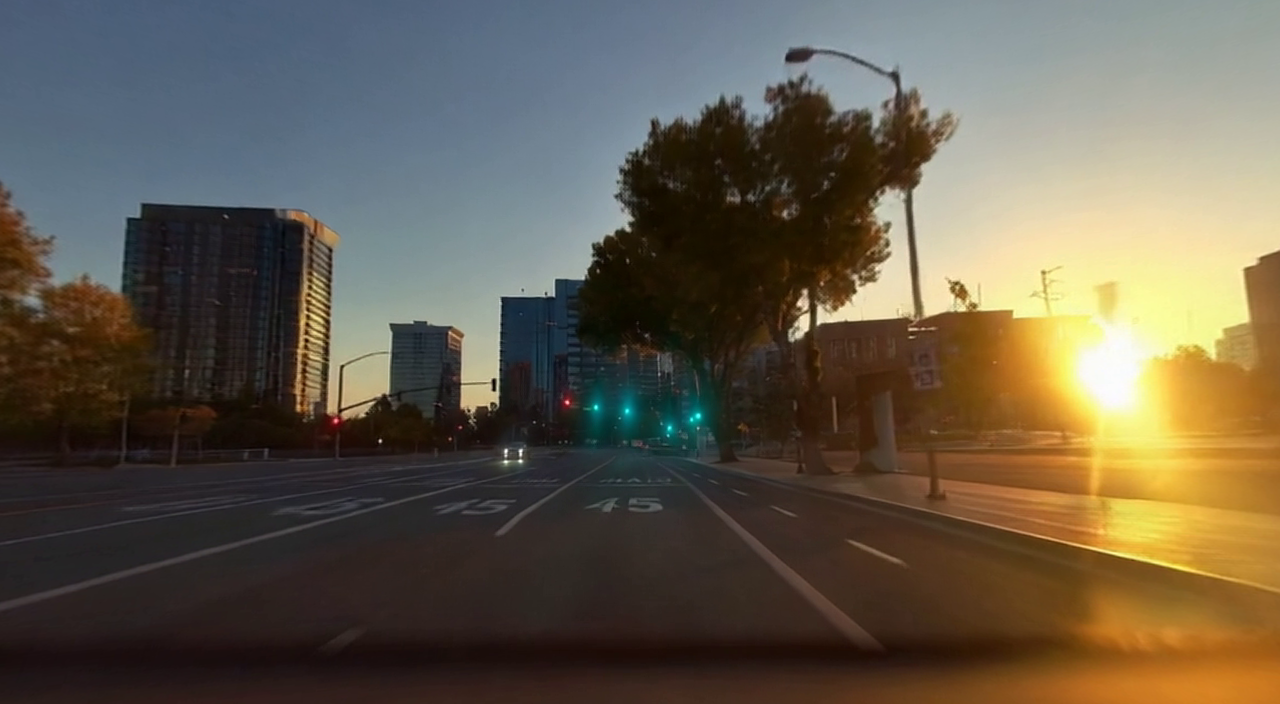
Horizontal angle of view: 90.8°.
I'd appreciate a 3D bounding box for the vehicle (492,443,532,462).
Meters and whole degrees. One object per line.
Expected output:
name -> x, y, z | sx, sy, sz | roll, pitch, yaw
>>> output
vehicle -> -9.777, 7.730, 48.671 | 2.089, 1.390, 4.555 | 0, -8, 1
